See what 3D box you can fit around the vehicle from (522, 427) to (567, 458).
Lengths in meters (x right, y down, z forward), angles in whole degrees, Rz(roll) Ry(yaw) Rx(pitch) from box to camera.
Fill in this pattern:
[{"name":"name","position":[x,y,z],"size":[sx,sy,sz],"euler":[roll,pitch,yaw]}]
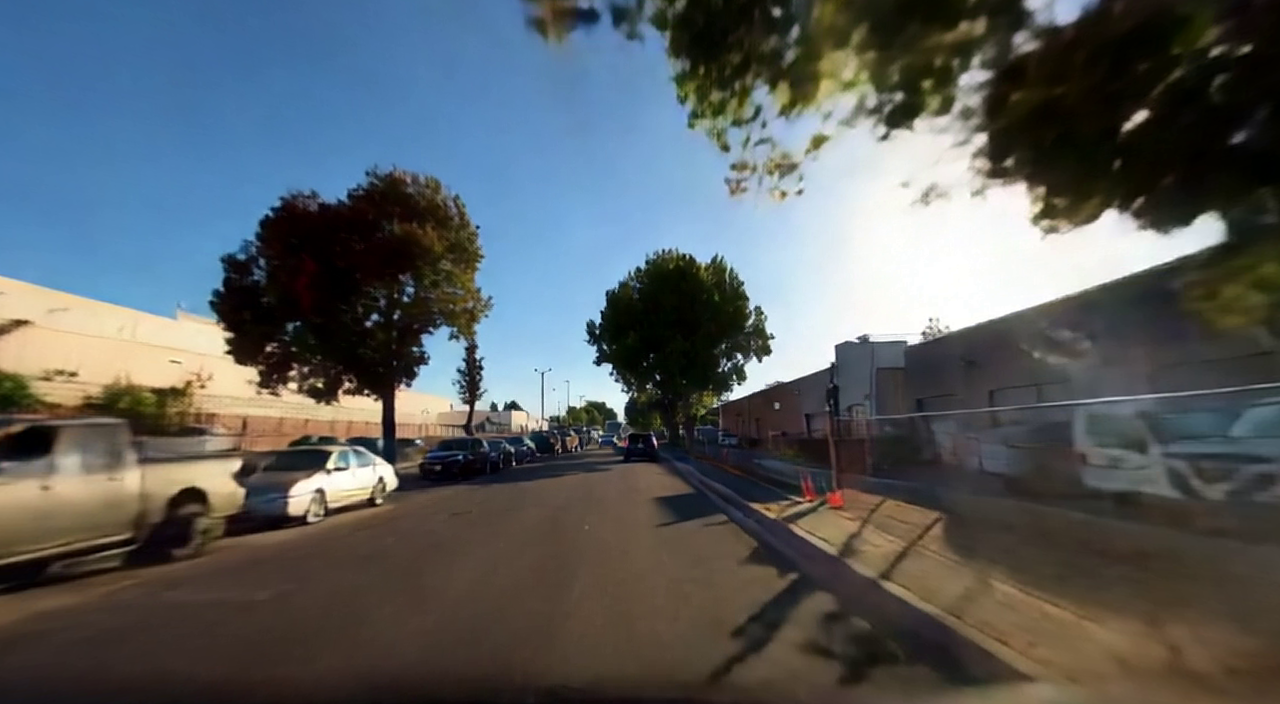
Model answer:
[{"name":"vehicle","position":[-6.401,6.142,42.736],"size":[2.139,1.943,5.295],"euler":[-1,-9,1]}]

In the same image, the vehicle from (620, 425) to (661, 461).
[{"name":"vehicle","position":[0.015,5.053,35.274],"size":[2.152,1.874,4.042],"euler":[0,-7,0]}]

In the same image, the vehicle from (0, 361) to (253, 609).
[{"name":"vehicle","position":[-6.204,1.242,5.950],"size":[2.005,1.989,4.929],"euler":[-3,-9,0]}]

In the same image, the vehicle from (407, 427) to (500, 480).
[{"name":"vehicle","position":[-6.413,3.514,22.242],"size":[1.926,1.647,4.185],"euler":[0,-7,1]}]

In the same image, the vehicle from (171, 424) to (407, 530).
[{"name":"vehicle","position":[-6.186,2.197,11.839],"size":[2.013,1.609,4.152],"euler":[0,-7,0]}]
